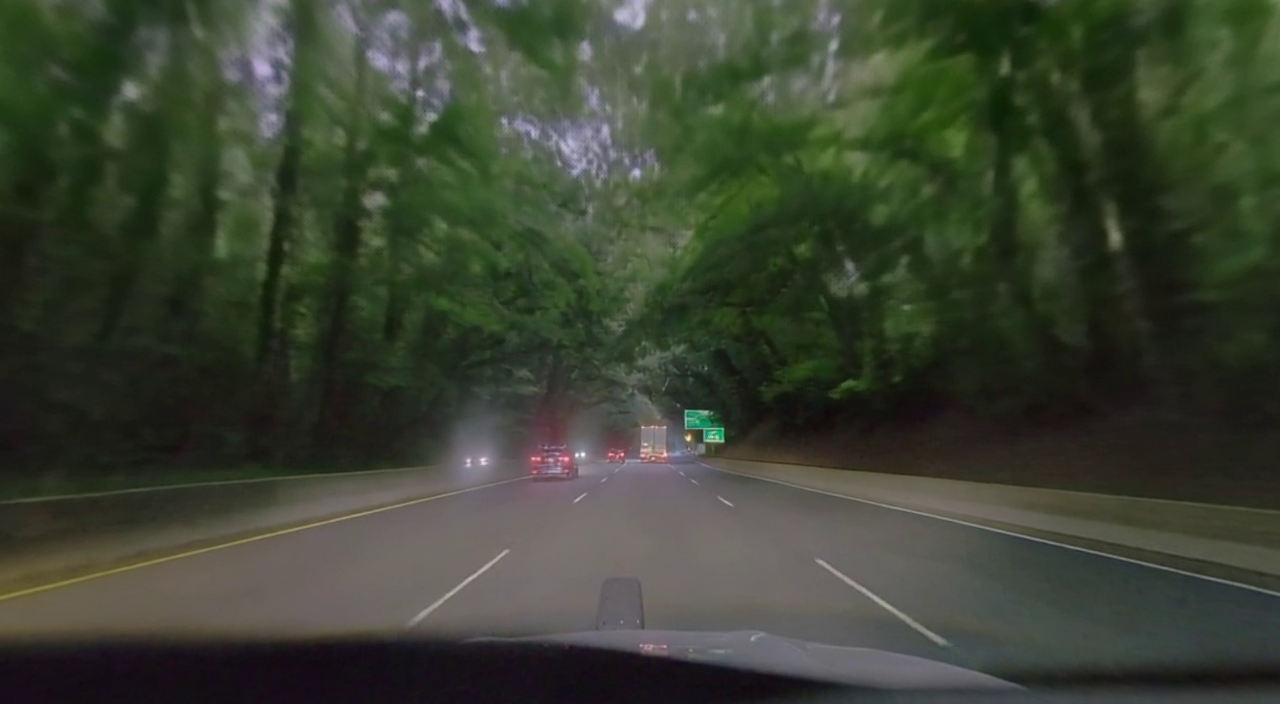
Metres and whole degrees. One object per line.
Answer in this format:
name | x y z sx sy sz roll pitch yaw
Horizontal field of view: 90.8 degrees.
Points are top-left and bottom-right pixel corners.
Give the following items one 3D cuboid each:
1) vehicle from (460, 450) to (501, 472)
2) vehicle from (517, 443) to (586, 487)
vehicle | -12.074 8.255 48.045 1.926 1.566 4.142 0 -9 2
vehicle | -3.418 4.488 25.280 2.057 1.618 4.212 0 -9 1
